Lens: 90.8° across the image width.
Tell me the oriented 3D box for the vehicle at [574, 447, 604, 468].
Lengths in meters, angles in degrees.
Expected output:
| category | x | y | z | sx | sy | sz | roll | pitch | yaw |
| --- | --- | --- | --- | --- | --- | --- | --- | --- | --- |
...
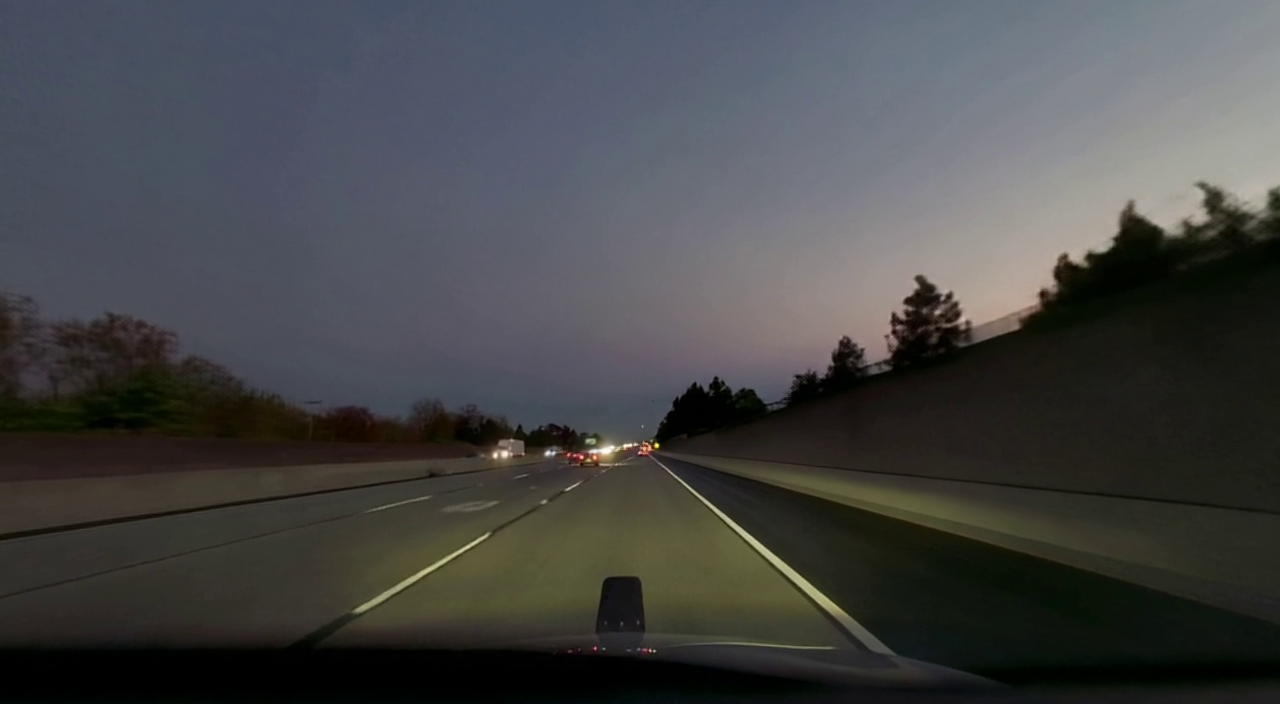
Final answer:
| category | x | y | z | sx | sy | sz | roll | pitch | yaw |
| --- | --- | --- | --- | --- | --- | --- | --- | --- | --- |
| vehicle | -3.798 | 7.905 | 47.426 | 1.893 | 1.521 | 3.742 | 0 | -9 | 0 |
